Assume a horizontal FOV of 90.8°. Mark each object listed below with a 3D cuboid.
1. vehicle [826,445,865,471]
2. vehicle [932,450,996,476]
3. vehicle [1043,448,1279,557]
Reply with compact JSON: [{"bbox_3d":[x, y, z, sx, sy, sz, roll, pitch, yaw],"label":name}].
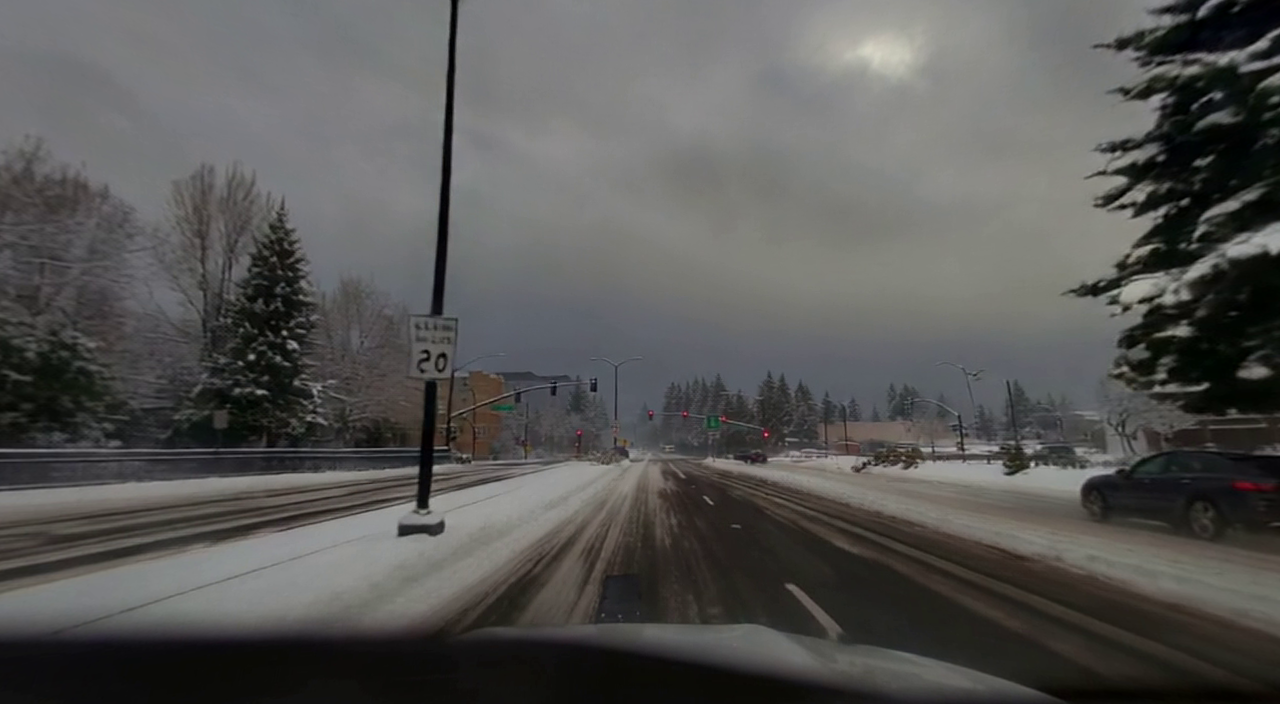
[{"bbox_3d":[15.380,7.911,47.531,1.951,1.843,4.335,-1,-8,7],"label":"vehicle"},{"bbox_3d":[20.975,7.205,41.139,1.896,1.524,4.562,0,-8,3],"label":"vehicle"},{"bbox_3d":[9.614,2.491,11.269,1.933,1.500,4.458,0,-8,1],"label":"vehicle"}]
